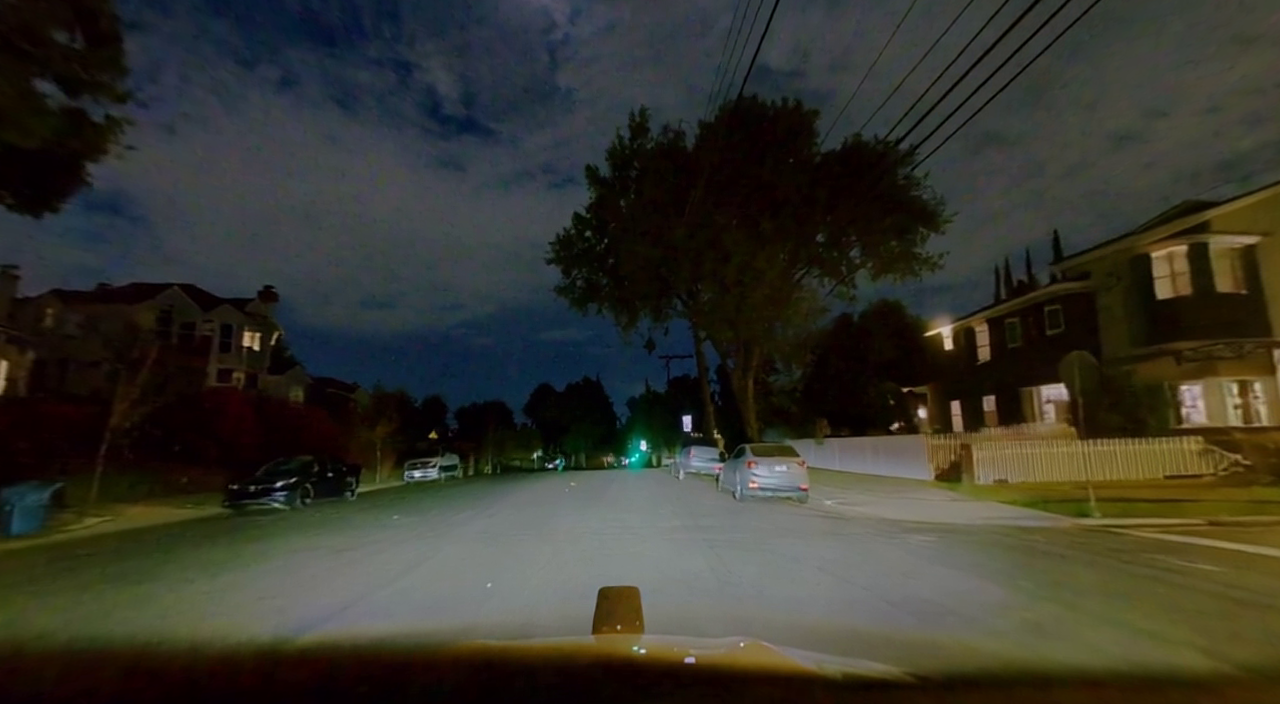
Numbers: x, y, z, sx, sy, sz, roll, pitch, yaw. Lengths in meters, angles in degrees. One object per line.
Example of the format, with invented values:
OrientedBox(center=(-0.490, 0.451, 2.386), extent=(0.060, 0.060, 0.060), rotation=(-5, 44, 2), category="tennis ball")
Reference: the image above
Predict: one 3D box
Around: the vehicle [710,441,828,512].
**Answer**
OrientedBox(center=(3.075, 3.060, 16.036), extent=(1.927, 1.529, 4.144), rotation=(0, -9, -3), category="vehicle")

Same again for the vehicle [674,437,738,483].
OrientedBox(center=(2.930, 4.939, 29.295), extent=(2.225, 1.911, 5.322), rotation=(0, -9, -2), category="vehicle")

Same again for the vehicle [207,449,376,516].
OrientedBox(center=(-8.644, 3.230, 16.227), extent=(1.937, 1.427, 4.510), rotation=(0, -9, -3), category="vehicle")

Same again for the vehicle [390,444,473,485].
OrientedBox(center=(-8.945, 4.838, 27.509), extent=(2.027, 1.584, 4.476), rotation=(0, -9, 1), category="vehicle")
